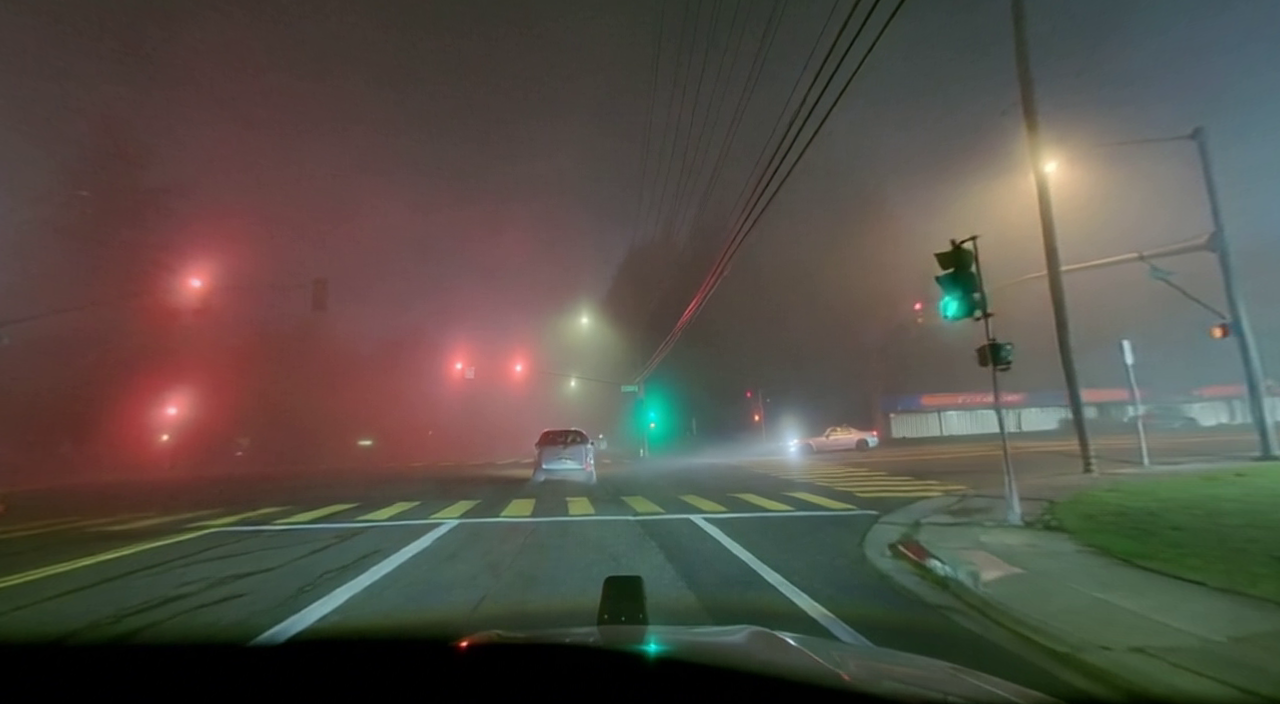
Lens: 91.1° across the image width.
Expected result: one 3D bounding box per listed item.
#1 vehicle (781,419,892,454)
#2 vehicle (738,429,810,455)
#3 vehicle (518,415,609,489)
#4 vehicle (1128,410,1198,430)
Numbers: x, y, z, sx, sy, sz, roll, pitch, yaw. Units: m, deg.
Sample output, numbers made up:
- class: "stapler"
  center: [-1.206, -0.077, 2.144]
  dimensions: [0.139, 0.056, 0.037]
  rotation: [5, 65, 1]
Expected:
- class: "vehicle"
  center: [10.254, 4.432, 32.984]
  dimensions: [5.149, 1.725, 1.964]
  rotation: [0, -8, -4]
- class: "vehicle"
  center: [7.976, 5.418, 37.715]
  dimensions: [3.990, 1.548, 1.780]
  rotation: [-1, -8, 5]
- class: "vehicle"
  center: [-2.118, 2.910, 18.536]
  dimensions: [2.300, 1.868, 4.690]
  rotation: [1, -8, -4]
- class: "vehicle"
  center: [39.446, 5.153, 47.389]
  dimensions: [3.805, 1.451, 1.641]
  rotation: [0, -8, -3]
